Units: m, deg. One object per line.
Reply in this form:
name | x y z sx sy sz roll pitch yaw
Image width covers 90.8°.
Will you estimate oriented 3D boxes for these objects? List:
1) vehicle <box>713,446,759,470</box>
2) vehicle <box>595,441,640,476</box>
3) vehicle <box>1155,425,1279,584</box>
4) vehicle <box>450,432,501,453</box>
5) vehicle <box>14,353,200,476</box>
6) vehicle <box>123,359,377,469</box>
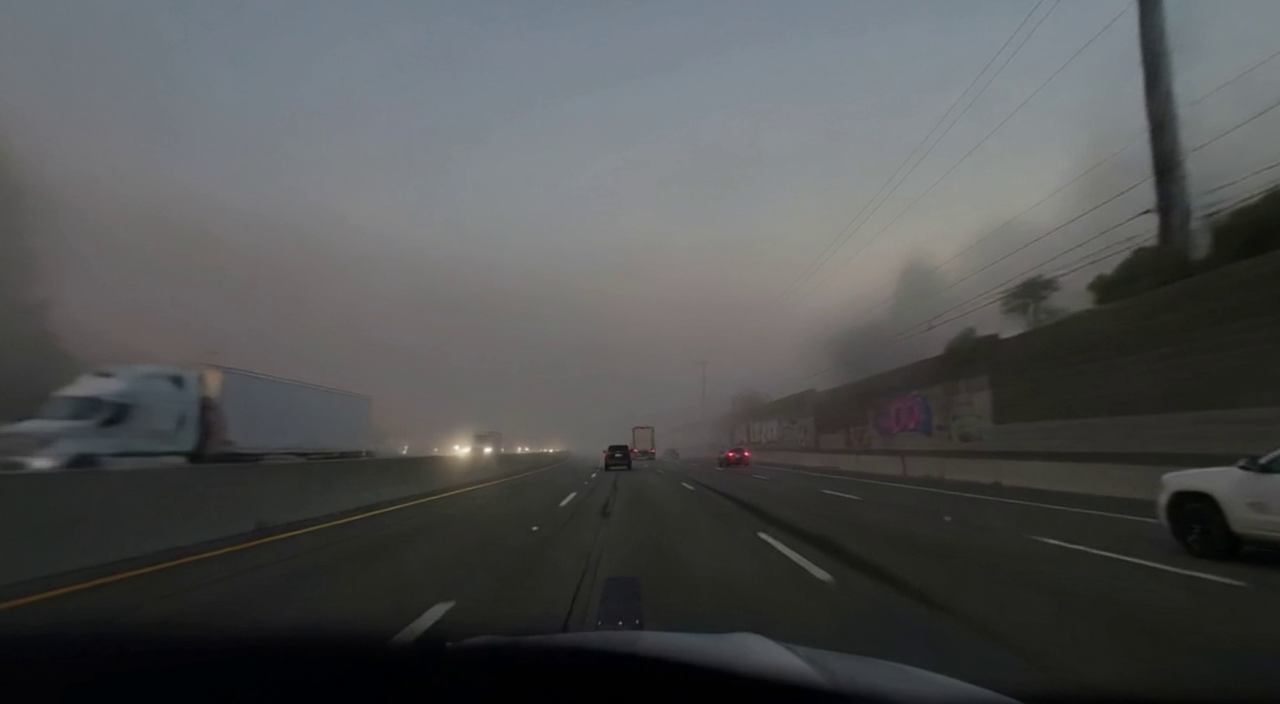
vehicle | 6.275 6.998 41.917 2.018 1.451 4.762 0 -9 -4
vehicle | -1.139 5.463 32.503 2.191 1.685 3.353 0 -9 -2
vehicle | 7.217 1.328 5.184 2.032 1.525 4.631 0 -9 -1
vehicle | -11.743 6.565 45.538 2.299 1.399 5.789 0 -9 -2
vehicle | -17.250 2.112 20.775 2.987 3.714 3.232 0 -9 -1
vehicle | -17.631 3.500 31.279 2.874 4.017 16.235 0 -9 -2
